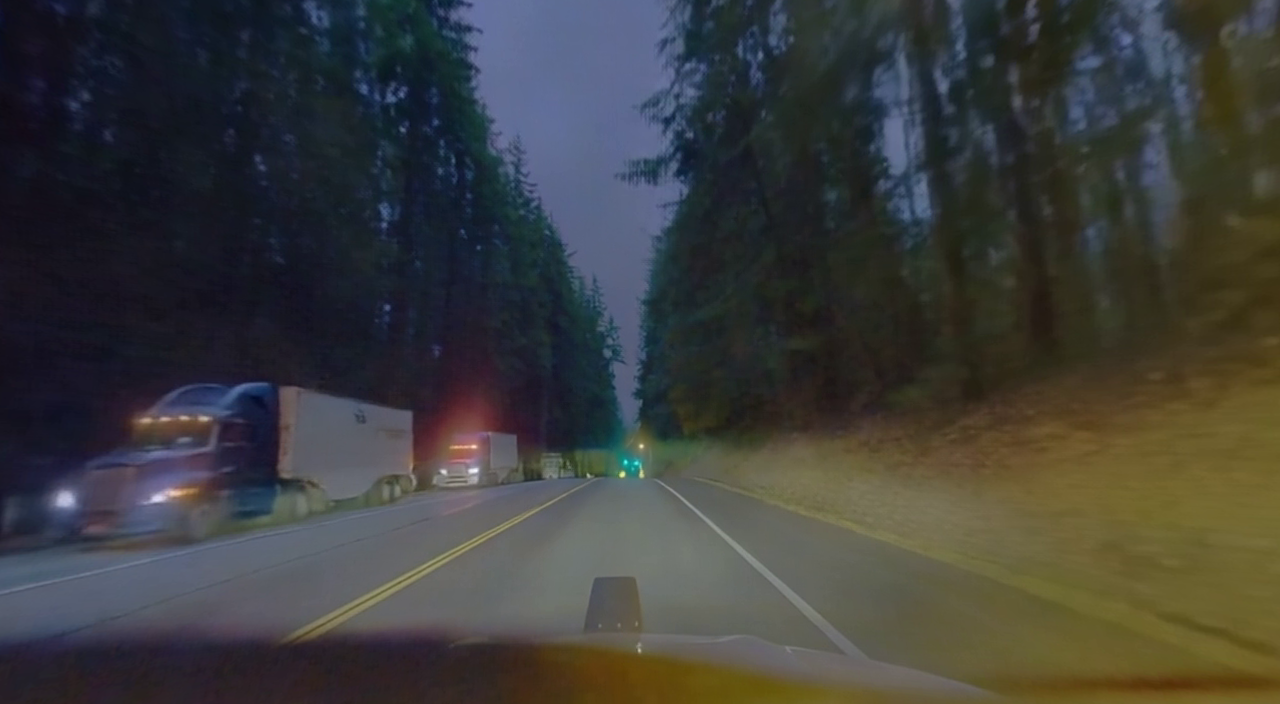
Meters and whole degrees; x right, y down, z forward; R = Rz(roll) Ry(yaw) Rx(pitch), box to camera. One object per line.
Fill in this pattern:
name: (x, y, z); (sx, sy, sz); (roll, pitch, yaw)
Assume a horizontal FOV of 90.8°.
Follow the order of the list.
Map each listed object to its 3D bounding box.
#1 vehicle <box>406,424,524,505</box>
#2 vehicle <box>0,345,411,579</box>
vehicle: (-8.357, 5.368, 31.946); (2.905, 3.359, 10.168); (0, -6, 1)
vehicle: (-8.274, 2.175, 14.024); (2.788, 3.365, 9.652); (0, -7, 0)
